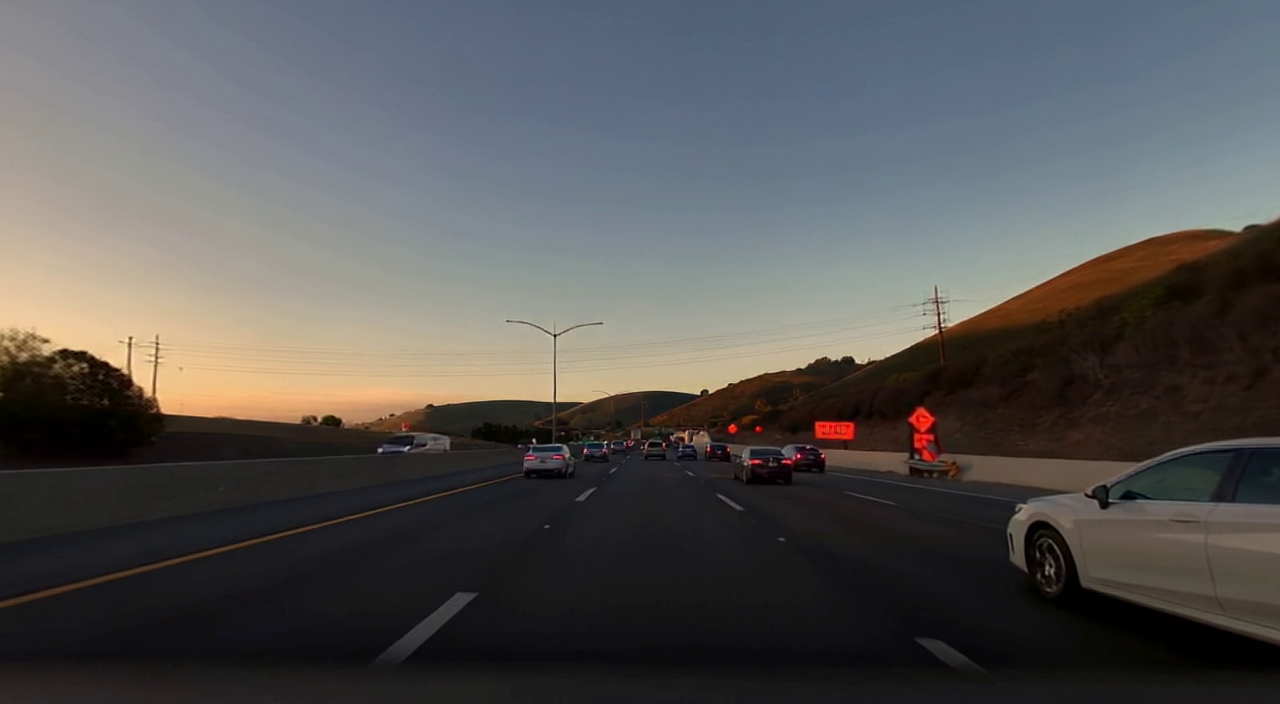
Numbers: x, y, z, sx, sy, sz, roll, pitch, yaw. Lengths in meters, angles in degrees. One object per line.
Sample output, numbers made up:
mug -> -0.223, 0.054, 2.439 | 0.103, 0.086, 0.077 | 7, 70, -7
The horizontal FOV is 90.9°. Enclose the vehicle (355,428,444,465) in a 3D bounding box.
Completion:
vehicle -> -13.971, 5.560, 37.210 | 2.547, 1.937, 6.432 | -1, -8, 1

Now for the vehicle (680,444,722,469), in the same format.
vehicle -> 3.749, 6.458, 39.338 | 2.177, 1.453, 4.205 | 0, -8, -1

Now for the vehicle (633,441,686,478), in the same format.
vehicle -> 0.799, 4.685, 27.701 | 2.138, 1.473, 4.392 | 0, -8, 0

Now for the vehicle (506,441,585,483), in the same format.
vehicle -> -3.444, 4.107, 23.860 | 2.232, 1.438, 4.163 | -1, -8, 2

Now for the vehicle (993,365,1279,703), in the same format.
vehicle -> 3.869, 0.884, 2.731 | 2.018, 1.670, 4.658 | 0, -8, 1

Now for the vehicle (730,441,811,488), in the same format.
vehicle -> 4.470, 3.906, 22.198 | 1.867, 1.465, 4.093 | 0, -8, -2
